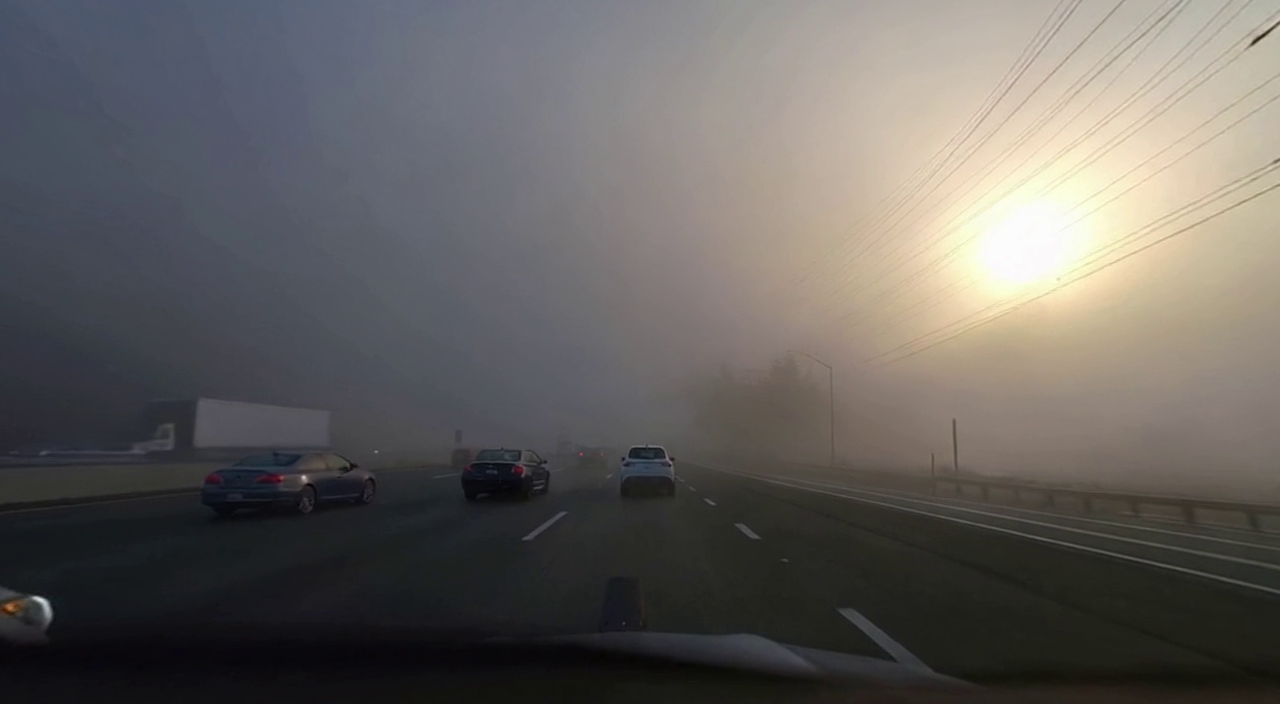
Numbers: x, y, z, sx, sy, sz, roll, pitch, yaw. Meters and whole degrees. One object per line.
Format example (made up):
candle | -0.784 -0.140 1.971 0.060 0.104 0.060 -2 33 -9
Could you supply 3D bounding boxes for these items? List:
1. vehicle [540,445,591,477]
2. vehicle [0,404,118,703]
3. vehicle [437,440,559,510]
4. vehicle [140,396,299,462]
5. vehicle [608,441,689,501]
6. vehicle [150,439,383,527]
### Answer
vehicle | -3.516 5.222 30.442 2.013 1.437 3.801 0 -9 0
vehicle | -3.712 0.735 1.063 1.883 1.500 4.373 0 -9 0
vehicle | -3.252 2.905 15.358 1.912 1.464 4.115 0 -9 1
vehicle | -27.860 5.377 42.864 3.150 3.842 11.127 0 -9 0
vehicle | 0.156 3.327 18.096 2.018 1.470 4.491 0 -9 -2
vehicle | -7.145 2.519 12.783 1.867 1.445 4.499 0 -9 2
